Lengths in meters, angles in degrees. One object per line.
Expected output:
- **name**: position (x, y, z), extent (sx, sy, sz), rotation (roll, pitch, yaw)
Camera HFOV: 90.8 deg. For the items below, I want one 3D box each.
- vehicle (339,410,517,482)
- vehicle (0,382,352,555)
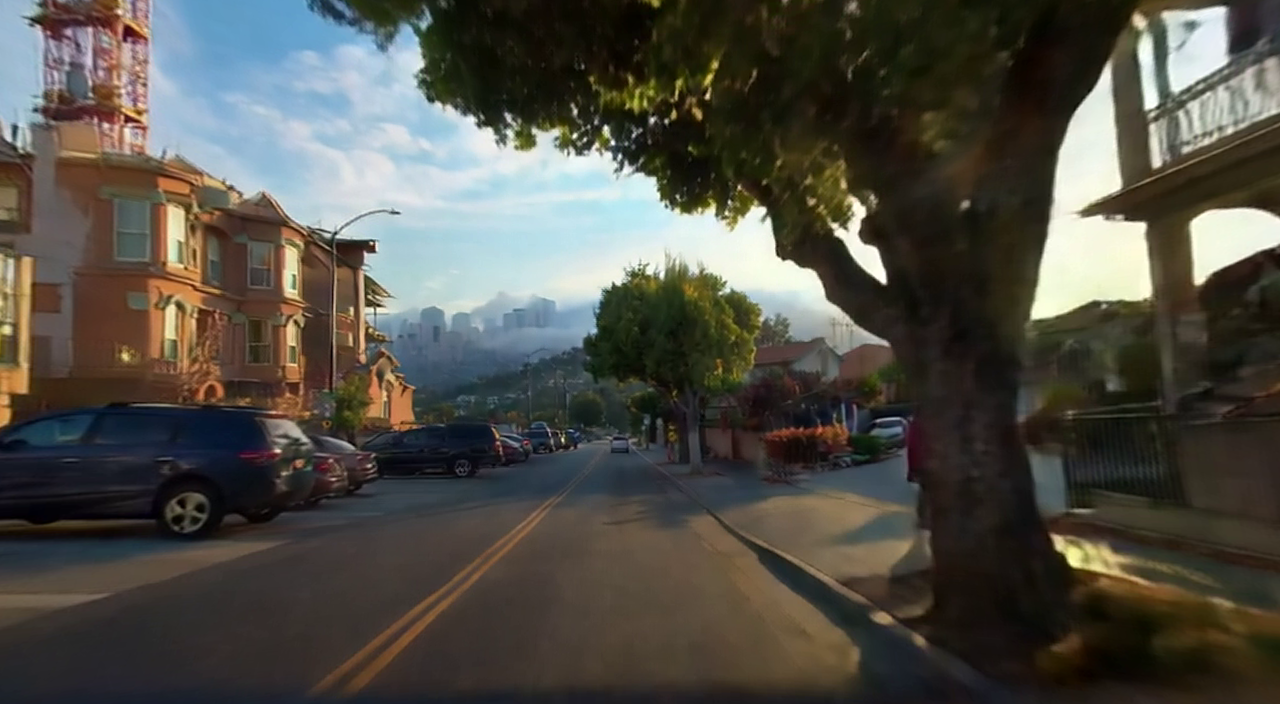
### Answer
- **vehicle**: position (-7.554, 3.428, 23.143), extent (5.592, 2.439, 2.515), rotation (0, -9, -2)
- **vehicle**: position (-7.606, 1.604, 9.010), extent (5.824, 2.125, 2.233), rotation (1, -9, -4)
